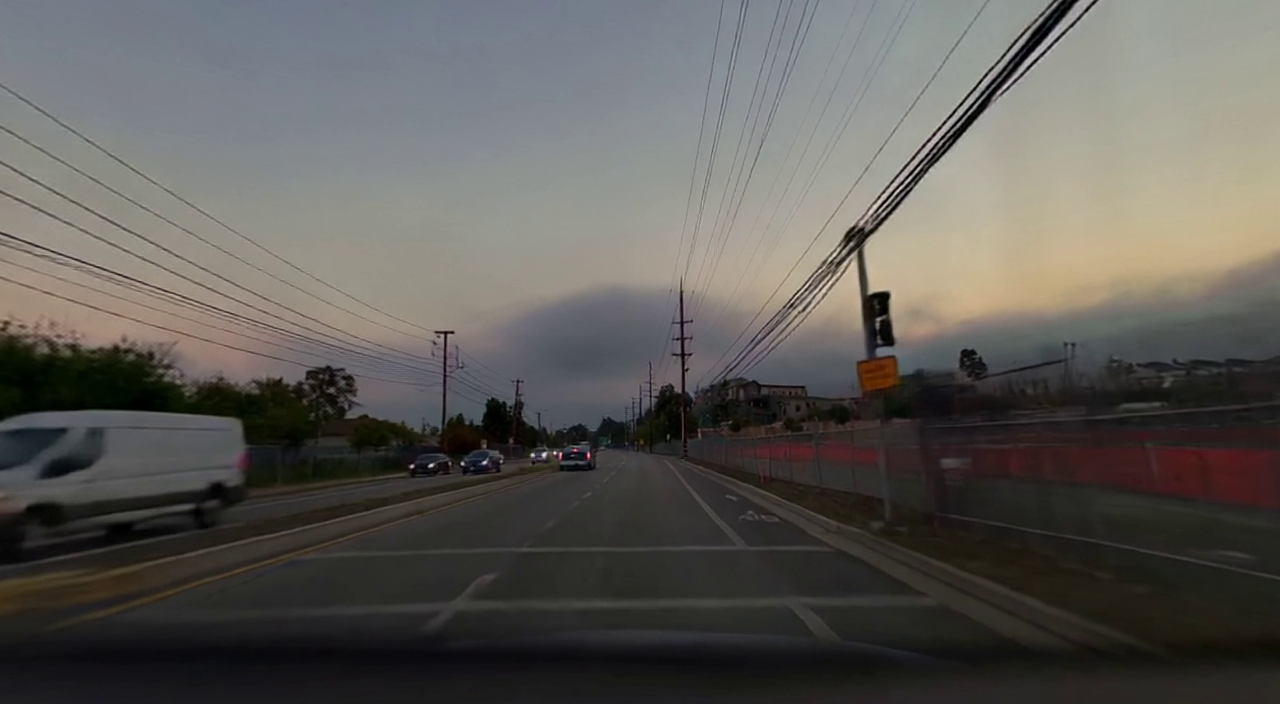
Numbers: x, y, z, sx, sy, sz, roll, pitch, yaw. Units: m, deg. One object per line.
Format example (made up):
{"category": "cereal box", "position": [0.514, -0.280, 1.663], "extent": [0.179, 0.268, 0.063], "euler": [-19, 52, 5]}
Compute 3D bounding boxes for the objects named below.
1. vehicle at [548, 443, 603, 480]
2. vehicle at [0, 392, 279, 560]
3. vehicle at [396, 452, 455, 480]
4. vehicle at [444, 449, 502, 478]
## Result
{"category": "vehicle", "position": [-2.826, 4.902, 28.535], "extent": [1.992, 1.515, 4.289], "euler": [0, -9, 1]}
{"category": "vehicle", "position": [-9.844, 2.228, 12.101], "extent": [2.377, 2.439, 5.510], "euler": [0, -9, 1]}
{"category": "vehicle", "position": [-12.826, 6.828, 37.936], "extent": [1.923, 1.512, 4.468], "euler": [0, -9, 0]}
{"category": "vehicle", "position": [-9.406, 6.273, 35.766], "extent": [2.007, 1.520, 4.466], "euler": [0, -9, 1]}
